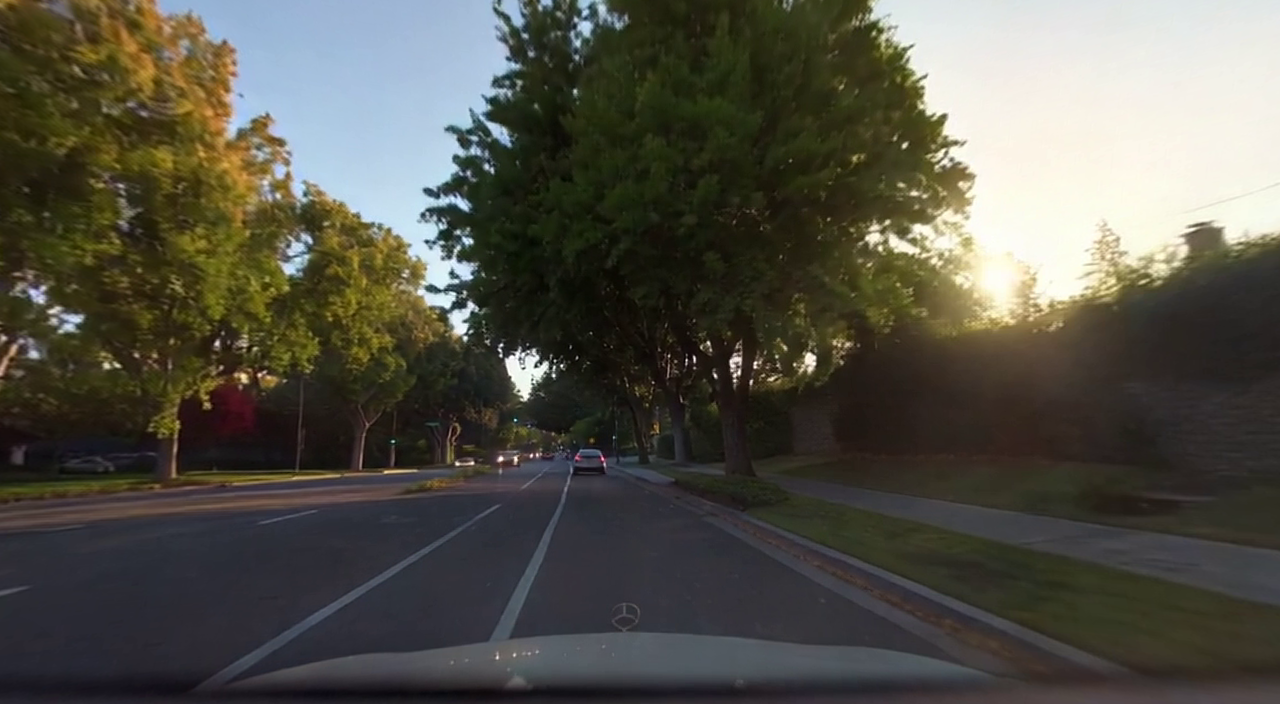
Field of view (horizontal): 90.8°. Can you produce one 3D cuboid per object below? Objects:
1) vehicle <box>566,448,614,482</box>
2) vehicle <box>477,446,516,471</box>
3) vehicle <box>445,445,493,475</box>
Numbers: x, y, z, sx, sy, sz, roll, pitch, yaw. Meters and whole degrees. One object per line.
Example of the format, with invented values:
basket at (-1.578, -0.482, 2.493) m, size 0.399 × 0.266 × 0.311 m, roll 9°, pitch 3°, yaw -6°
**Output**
vehicle at (-2.332, 5.299, 29.988) m, size 2.111 × 1.466 × 4.223 m, roll 0°, pitch -8°, yaw -3°
vehicle at (-10.786, 7.984, 47.783) m, size 2.121 × 1.752 × 4.513 m, roll 0°, pitch -8°, yaw -4°
vehicle at (-10.523, 6.662, 39.171) m, size 2.049 × 1.723 × 4.310 m, roll 0°, pitch -8°, yaw -4°
